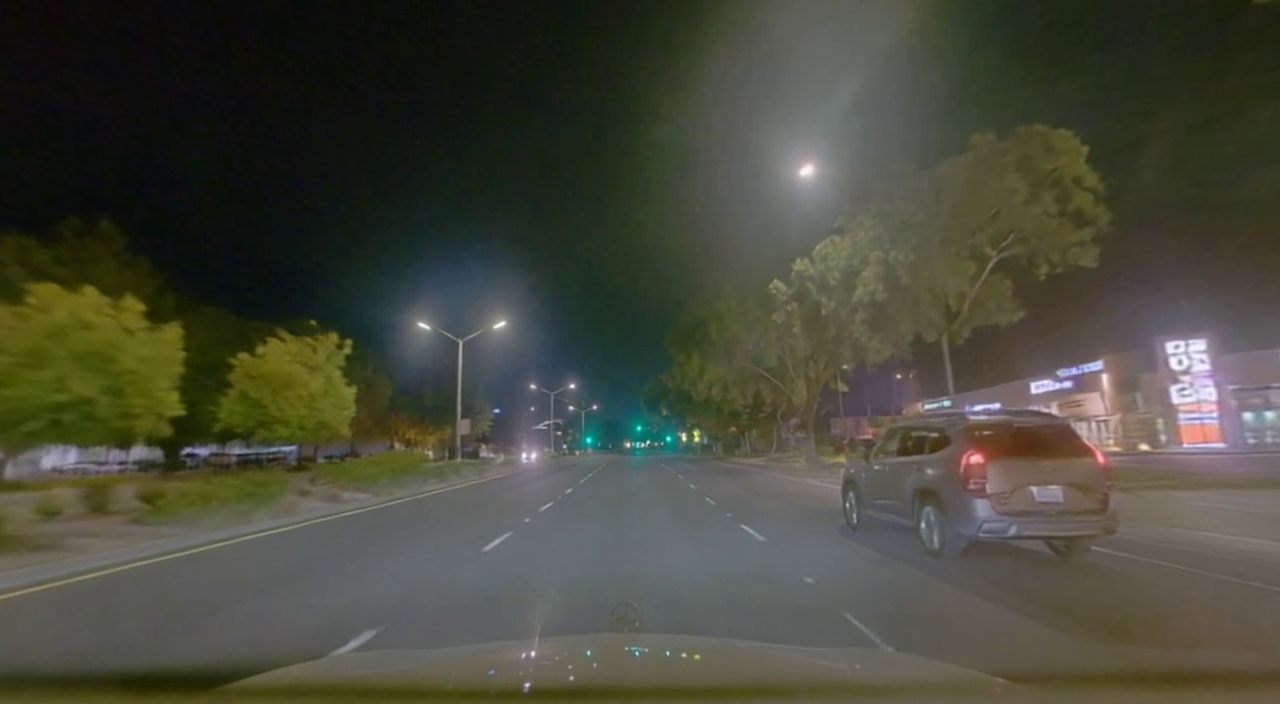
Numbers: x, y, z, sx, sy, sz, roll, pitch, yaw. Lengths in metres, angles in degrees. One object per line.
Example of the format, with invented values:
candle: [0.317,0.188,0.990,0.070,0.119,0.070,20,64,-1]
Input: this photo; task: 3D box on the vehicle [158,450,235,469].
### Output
vehicle: [-33.261,8.055,47.439,4.463,1.411,1.779,0,-8,2]

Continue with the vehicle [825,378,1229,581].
vehicle: [4.533,1.603,8.765,2.185,1.956,5.128,0,-8,-2]
